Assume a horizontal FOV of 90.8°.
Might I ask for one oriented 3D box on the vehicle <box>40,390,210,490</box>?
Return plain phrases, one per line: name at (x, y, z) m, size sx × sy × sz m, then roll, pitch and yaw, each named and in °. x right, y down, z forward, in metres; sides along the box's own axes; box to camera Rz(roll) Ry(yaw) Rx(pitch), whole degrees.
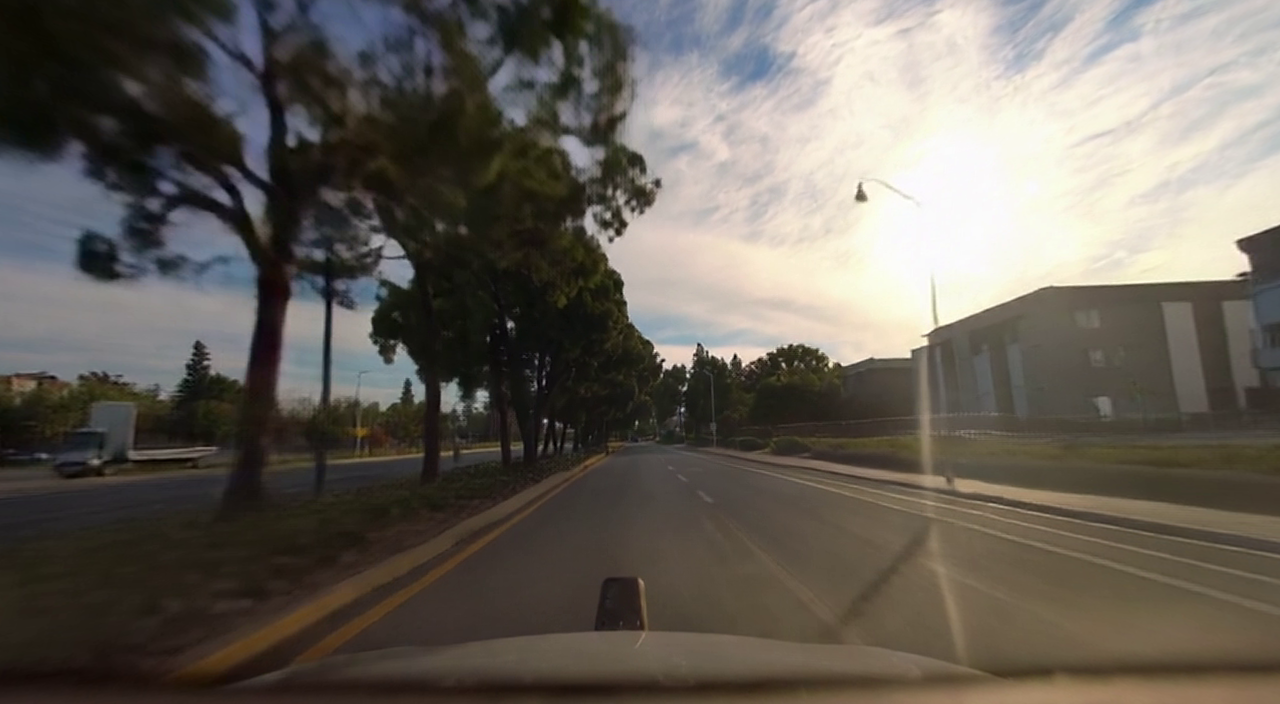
vehicle at (-17.388, 2.981, 21.687) m, size 2.575 × 2.950 × 4.003 m, roll -3°, pitch -7°, yaw -3°
